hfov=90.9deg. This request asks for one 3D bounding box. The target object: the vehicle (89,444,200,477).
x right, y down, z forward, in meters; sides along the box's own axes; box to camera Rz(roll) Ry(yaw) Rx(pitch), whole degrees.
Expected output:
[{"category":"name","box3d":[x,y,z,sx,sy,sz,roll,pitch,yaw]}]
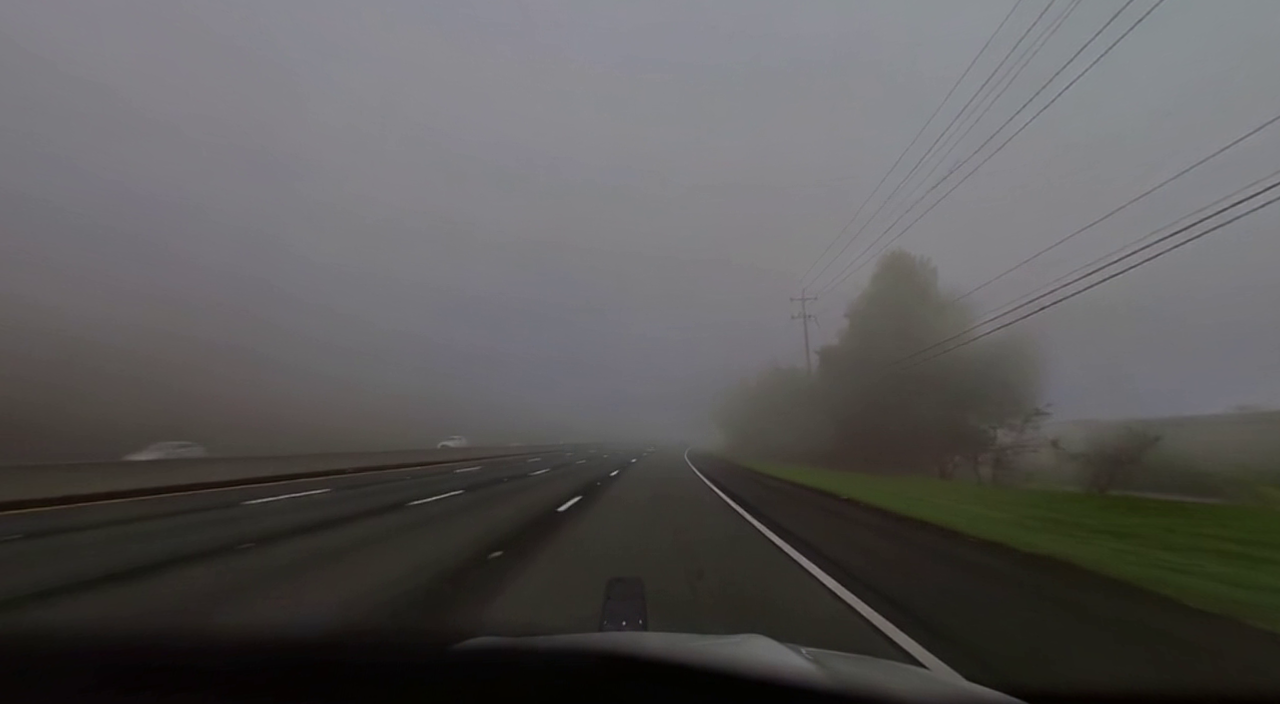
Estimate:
[{"category":"vehicle","box3d":[-24.858,5.425,31.877,1.819,1.501,4.466,-1,-8,3]}]
